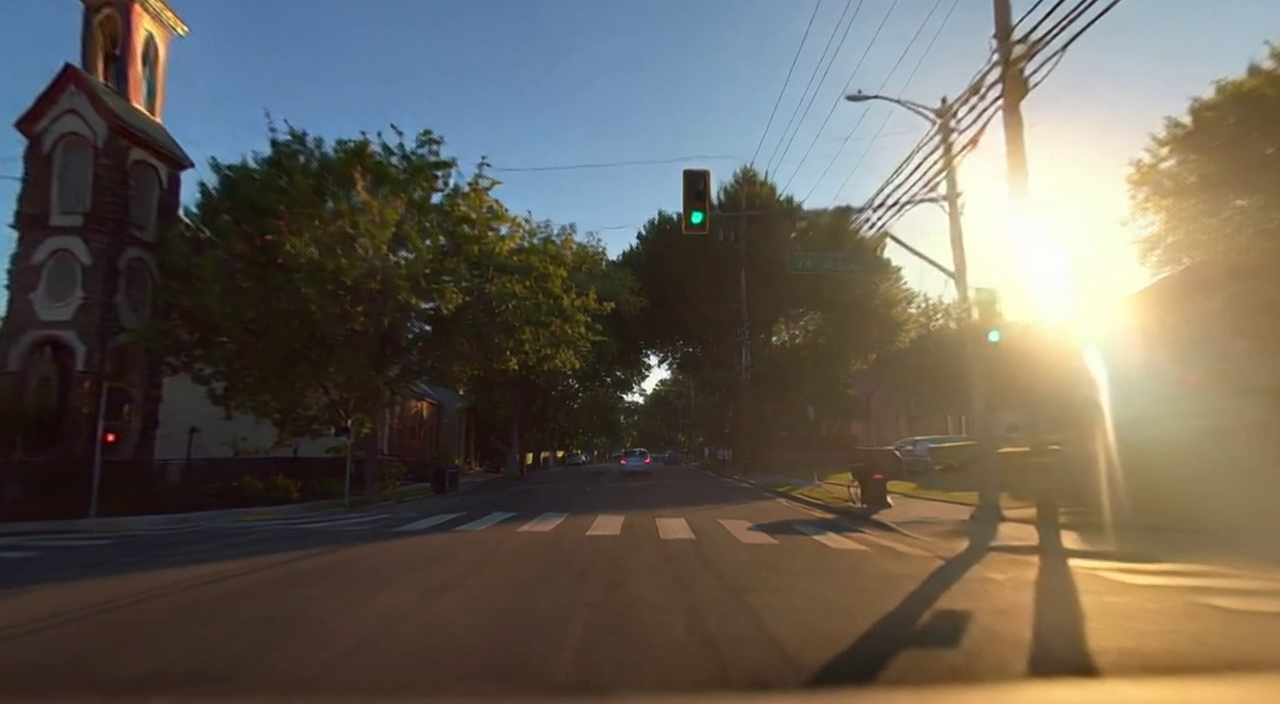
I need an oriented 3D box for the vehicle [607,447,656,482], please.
[{"bbox_3d":[-0.388,5.127,28.954,2.093,1.497,4.010,0,-9,-1],"label":"vehicle"}]
